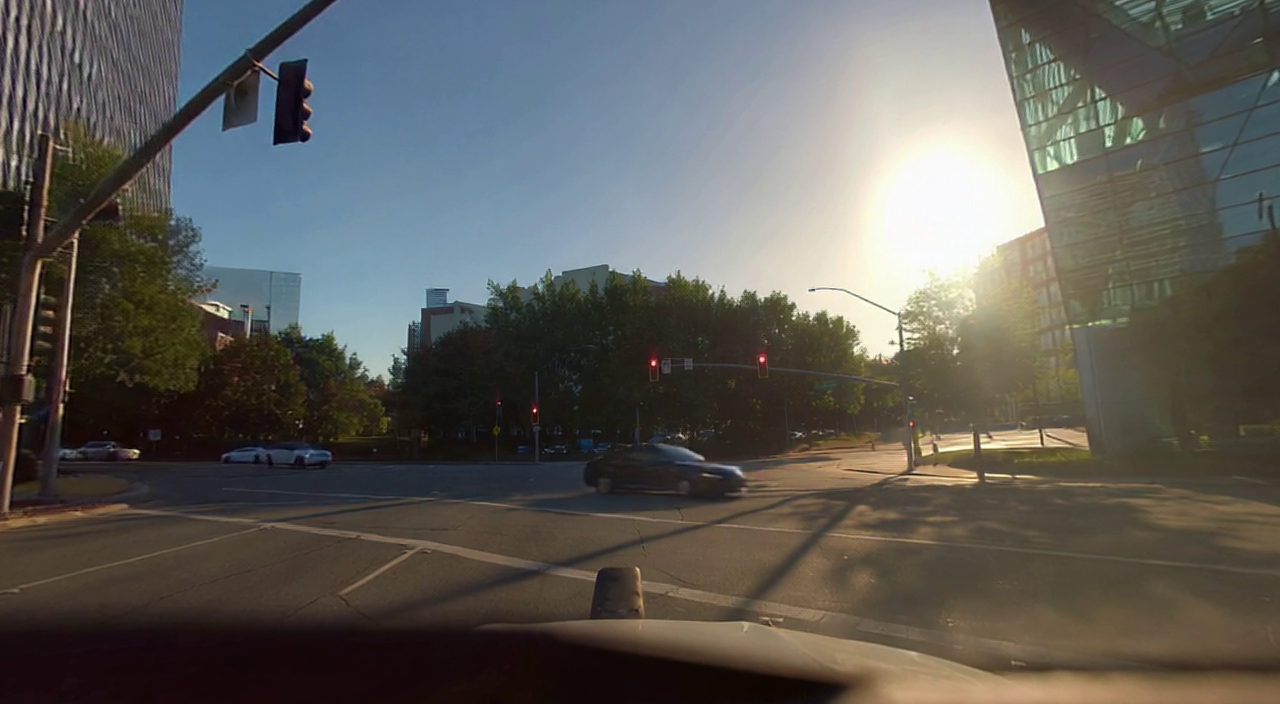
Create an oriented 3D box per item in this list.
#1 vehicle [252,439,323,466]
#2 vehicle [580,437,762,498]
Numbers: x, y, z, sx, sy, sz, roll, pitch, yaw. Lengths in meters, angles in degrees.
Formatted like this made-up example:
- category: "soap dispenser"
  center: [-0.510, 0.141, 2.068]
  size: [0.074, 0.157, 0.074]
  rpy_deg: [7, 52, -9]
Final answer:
- category: "vehicle"
  center: [-20.986, 5.961, 37.532]
  size: [4.110, 1.511, 1.883]
  rpy_deg: [-6, -10, 33]
- category: "vehicle"
  center: [0.751, 3.142, 17.591]
  size: [4.798, 1.461, 1.939]
  rpy_deg: [-7, -11, 37]
